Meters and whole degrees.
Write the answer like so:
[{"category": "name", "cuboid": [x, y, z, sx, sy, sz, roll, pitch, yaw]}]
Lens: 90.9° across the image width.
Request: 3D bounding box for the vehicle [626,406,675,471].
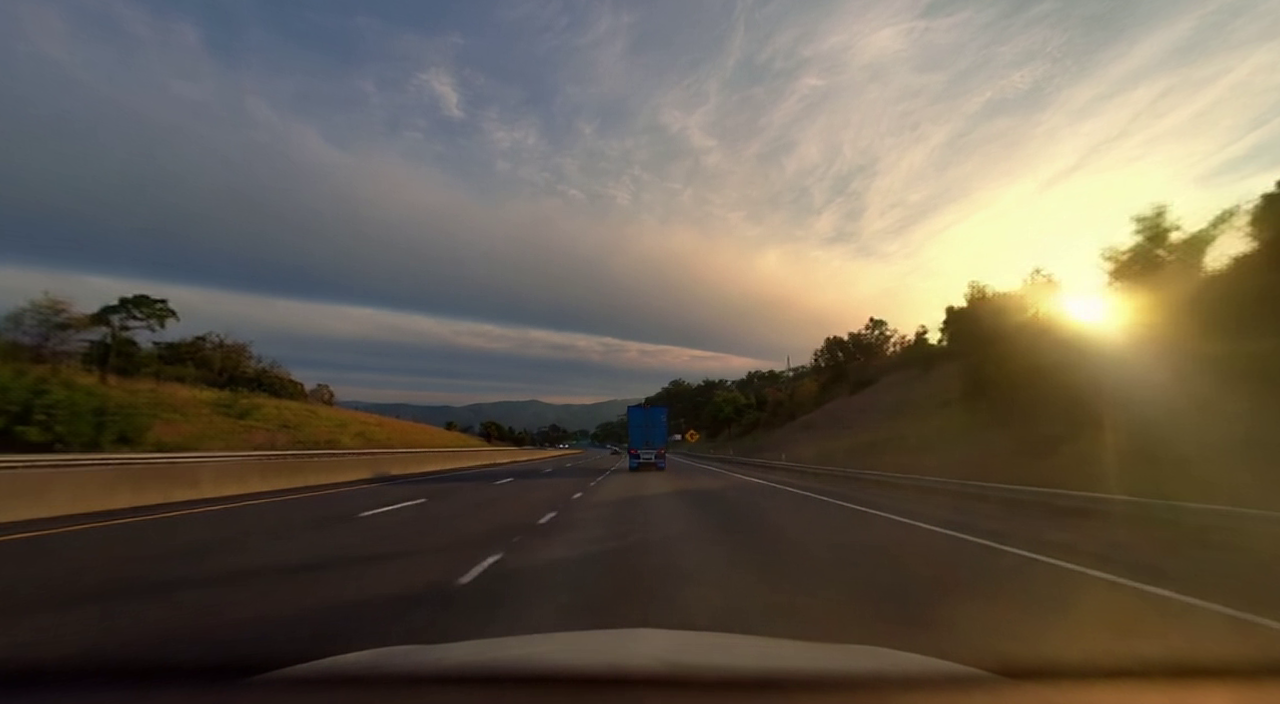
[{"category": "vehicle", "cuboid": [0.569, 6.290, 45.057, 3.055, 4.009, 10.972, 0, -9, -1]}]
